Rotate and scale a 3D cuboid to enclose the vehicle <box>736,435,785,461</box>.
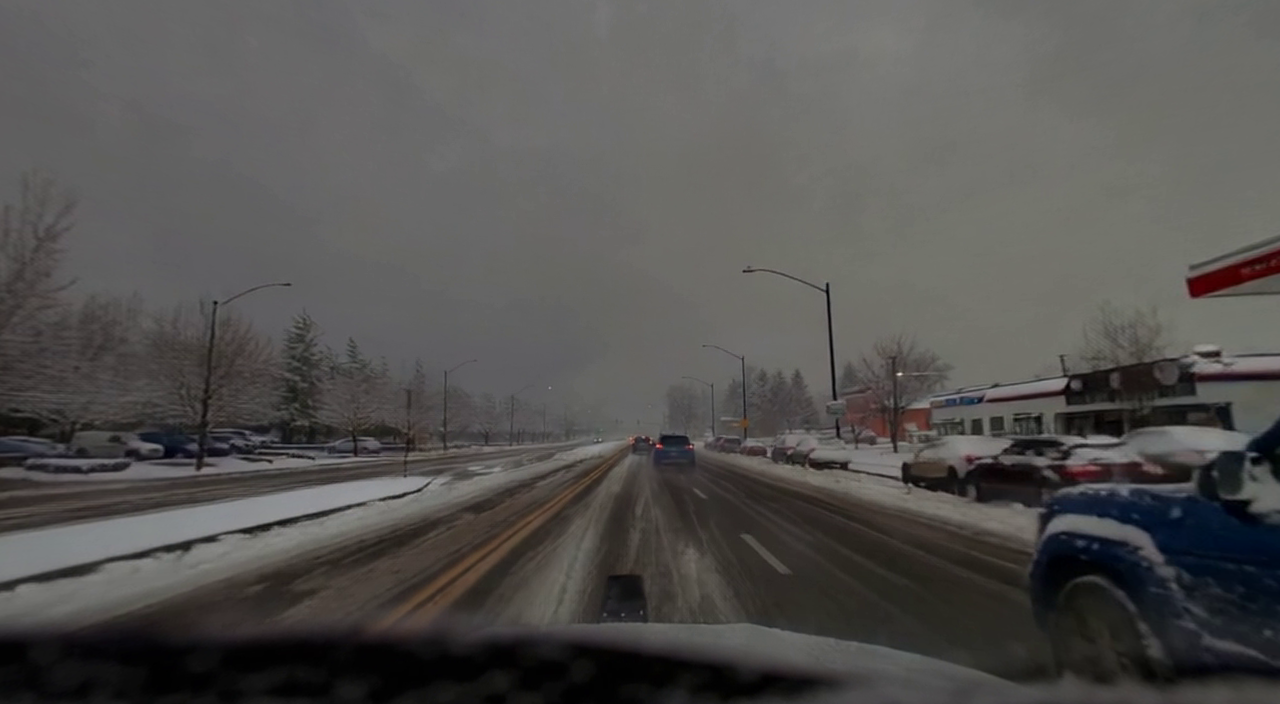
[{"bbox_3d":[7.448,6.001,39.297,2.055,1.508,4.782,0,-8,0],"label":"vehicle"}]

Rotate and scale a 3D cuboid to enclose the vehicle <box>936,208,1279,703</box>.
[{"bbox_3d":[3.027,0.527,1.596,2.246,1.963,4.777,0,-8,1],"label":"vehicle"}]

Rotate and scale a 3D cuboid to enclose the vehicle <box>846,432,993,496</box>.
[{"bbox_3d":[7.329,2.962,17.111,1.831,1.471,4.866,0,-8,1],"label":"vehicle"}]

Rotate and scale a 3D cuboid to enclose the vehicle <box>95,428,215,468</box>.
[{"bbox_3d":[-25.706,5.119,33.611,2.086,1.967,5.297,0,-8,1],"label":"vehicle"}]

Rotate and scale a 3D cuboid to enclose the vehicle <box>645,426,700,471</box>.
[{"bbox_3d":[1.423,4.443,29.170,2.317,1.857,5.150,0,-8,1],"label":"vehicle"}]

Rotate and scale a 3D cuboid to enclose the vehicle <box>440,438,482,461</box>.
[{"bbox_3d":[-11.884,6.501,41.994,1.942,1.473,4.506,1,-8,-6],"label":"vehicle"}]

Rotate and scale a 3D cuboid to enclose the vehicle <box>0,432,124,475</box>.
[{"bbox_3d":[-26.230,4.508,28.167,1.922,1.755,4.511,-1,-8,7],"label":"vehicle"}]

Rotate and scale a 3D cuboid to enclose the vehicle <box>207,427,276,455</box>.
[{"bbox_3d":[-30.701,6.931,48.542,2.042,1.901,5.209,-3,-9,-2],"label":"vehicle"}]
